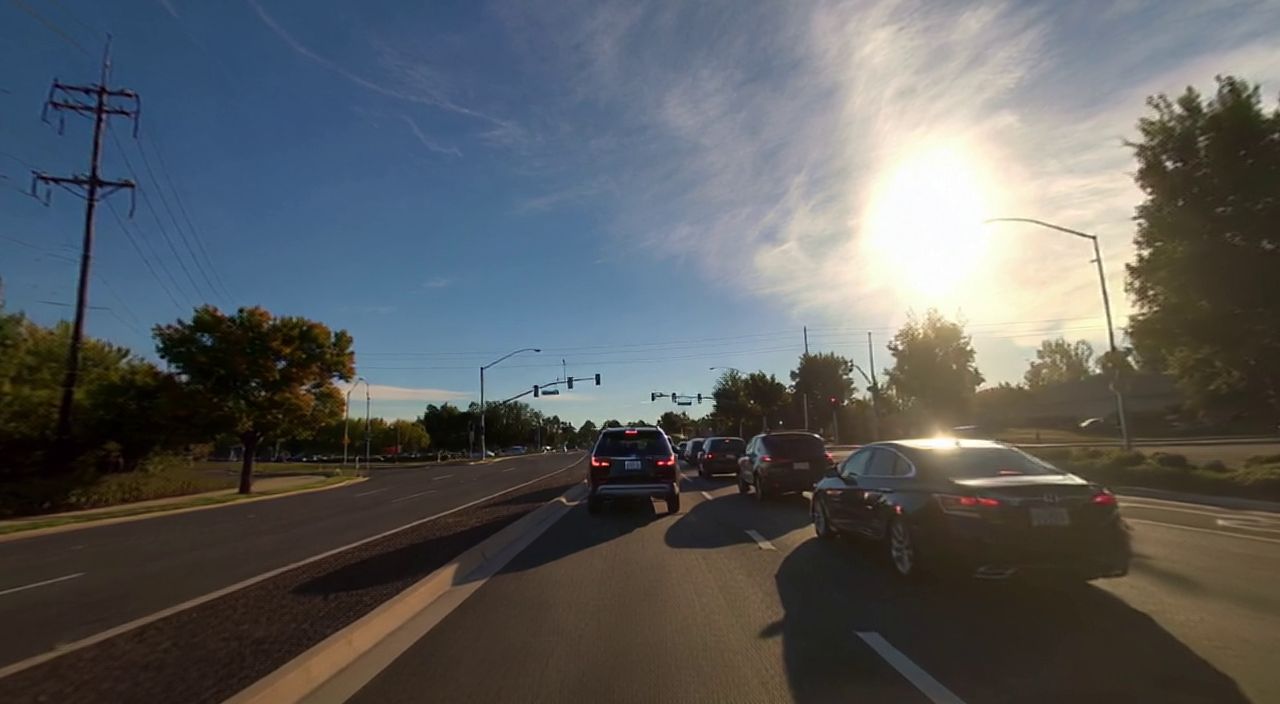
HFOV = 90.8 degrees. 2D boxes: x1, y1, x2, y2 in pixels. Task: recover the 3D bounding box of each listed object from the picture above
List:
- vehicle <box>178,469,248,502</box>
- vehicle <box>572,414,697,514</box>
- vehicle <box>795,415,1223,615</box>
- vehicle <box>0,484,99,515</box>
[{"bbox_3d":[-24.998,7.760,36.936,3.826,1.522,1.741,-2,-8,30],"label":"vehicle"},{"bbox_3d":[-0.140,2.378,13.839,2.300,1.821,4.254,0,-9,-1],"label":"vehicle"},{"bbox_3d":[3.303,1.543,6.998,1.984,1.462,4.513,0,-9,0],"label":"vehicle"},{"bbox_3d":[-33.361,8.329,35.777,3.637,1.483,2.007,-1,-7,1],"label":"vehicle"}]
